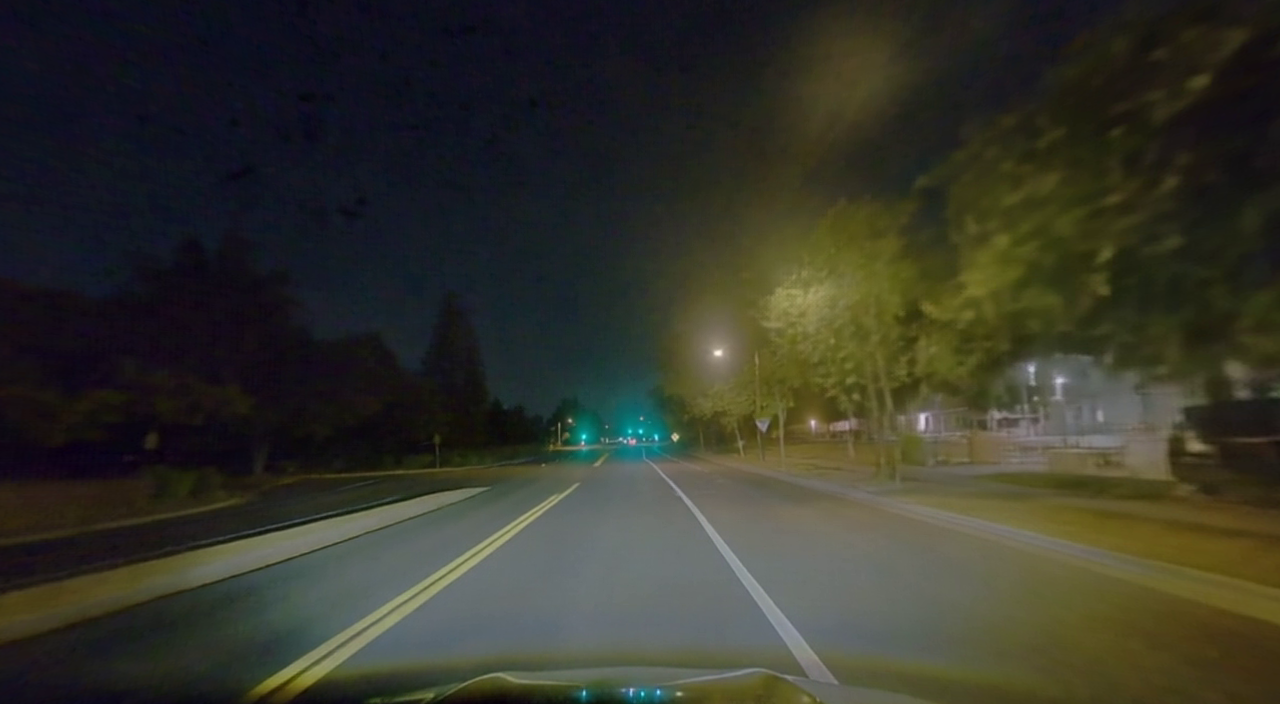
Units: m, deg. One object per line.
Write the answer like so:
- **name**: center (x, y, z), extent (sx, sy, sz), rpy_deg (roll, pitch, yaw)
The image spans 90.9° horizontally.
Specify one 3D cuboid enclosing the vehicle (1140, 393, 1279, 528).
- **vehicle**: center (11.301, 1.683, 10.236), extent (4.382, 1.963, 2.148), rpy_deg (-1, -7, 3)
